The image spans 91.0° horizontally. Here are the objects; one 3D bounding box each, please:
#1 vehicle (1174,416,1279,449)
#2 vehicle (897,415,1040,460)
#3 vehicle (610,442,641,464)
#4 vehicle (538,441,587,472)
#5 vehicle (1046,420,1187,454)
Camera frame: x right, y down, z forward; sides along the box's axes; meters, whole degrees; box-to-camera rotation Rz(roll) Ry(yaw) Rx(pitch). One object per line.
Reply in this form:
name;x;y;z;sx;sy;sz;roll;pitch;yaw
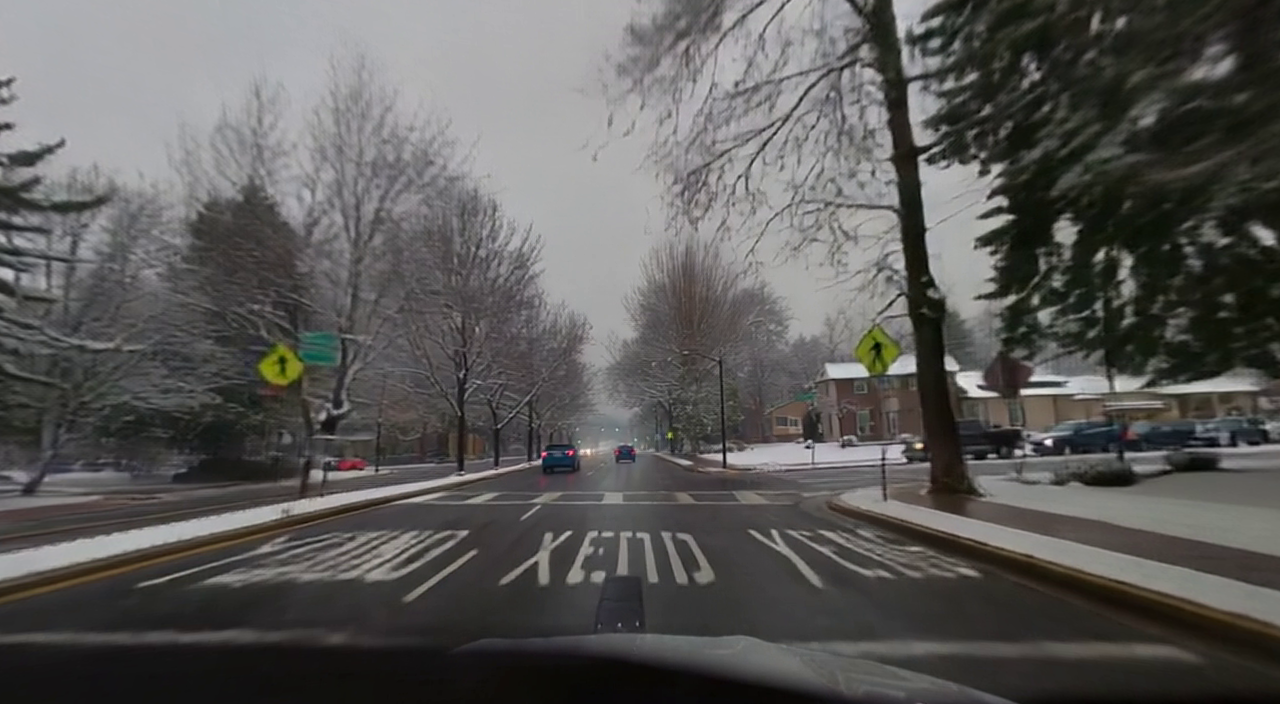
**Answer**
vehicle;28.203;3.836;29.685;4.444;1.482;1.883;1;-9;-6
vehicle;15.111;3.991;29.235;5.230;2.007;2.410;0;-8;1
vehicle;-1.026;7.455;46.602;2.187;1.478;4.138;0;-8;-1
vehicle;-3.964;5.454;33.101;2.083;1.460;4.527;0;-8;-1
vehicle;22.258;4.011;29.525;5.025;1.532;1.958;0;-8;-1
